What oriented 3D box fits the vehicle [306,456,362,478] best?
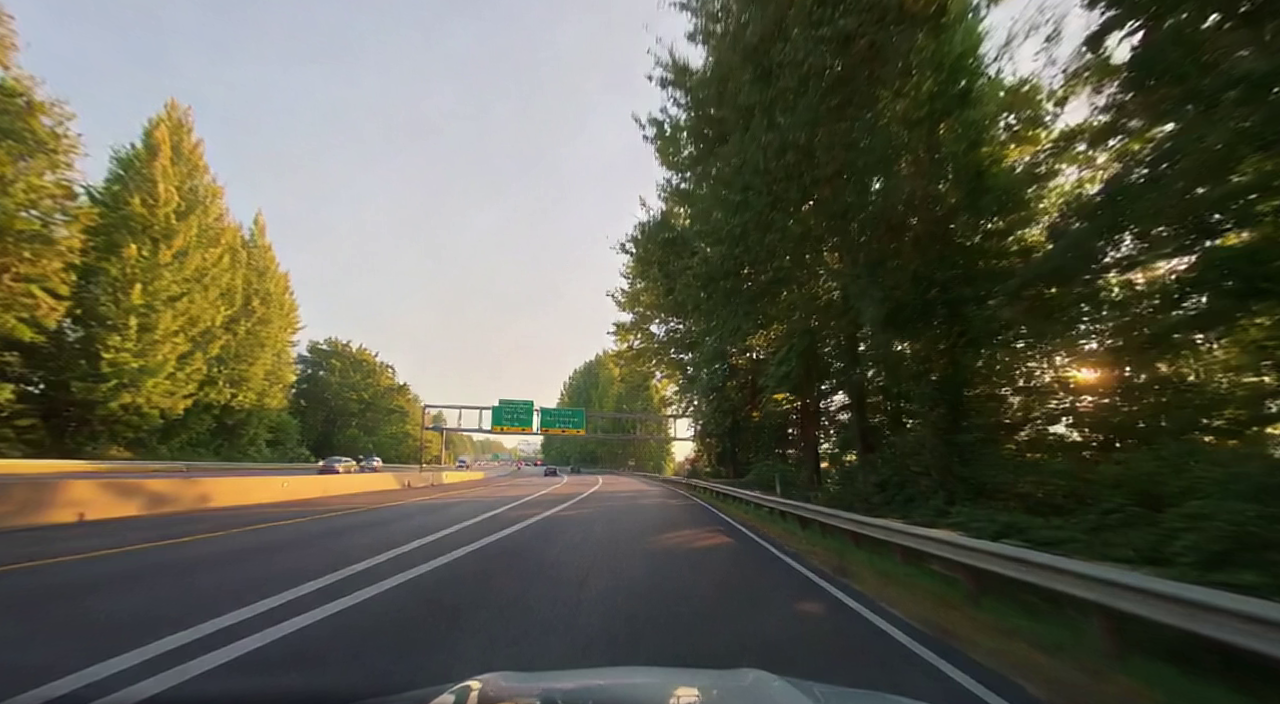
[{"bbox_3d":[-22.390,8.446,46.267,2.041,1.494,4.669,1,-11,-4],"label":"vehicle"}]
